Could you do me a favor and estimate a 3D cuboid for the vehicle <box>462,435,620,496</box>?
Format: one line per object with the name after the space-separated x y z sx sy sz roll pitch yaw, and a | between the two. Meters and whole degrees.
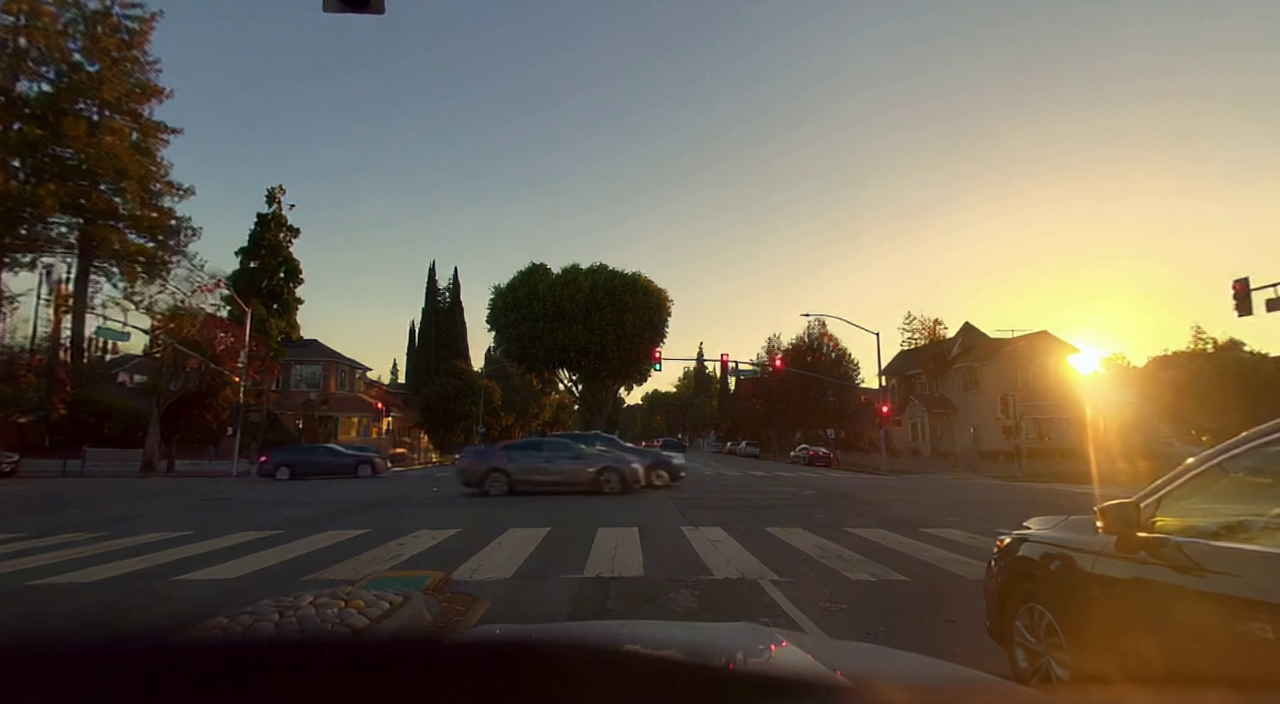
-2.502 2.987 16.801 3.894 1.487 1.863 0 -8 -1 | vehicle

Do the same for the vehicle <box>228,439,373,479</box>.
-13.324 4.225 25.156 4.689 1.490 1.920 2 -9 -16 | vehicle

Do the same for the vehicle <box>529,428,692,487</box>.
-0.880 3.326 20.024 4.860 1.748 2.160 0 -9 0 | vehicle

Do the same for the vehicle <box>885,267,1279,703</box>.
2.690 0.709 1.734 2.085 1.800 4.908 0 -9 1 | vehicle
